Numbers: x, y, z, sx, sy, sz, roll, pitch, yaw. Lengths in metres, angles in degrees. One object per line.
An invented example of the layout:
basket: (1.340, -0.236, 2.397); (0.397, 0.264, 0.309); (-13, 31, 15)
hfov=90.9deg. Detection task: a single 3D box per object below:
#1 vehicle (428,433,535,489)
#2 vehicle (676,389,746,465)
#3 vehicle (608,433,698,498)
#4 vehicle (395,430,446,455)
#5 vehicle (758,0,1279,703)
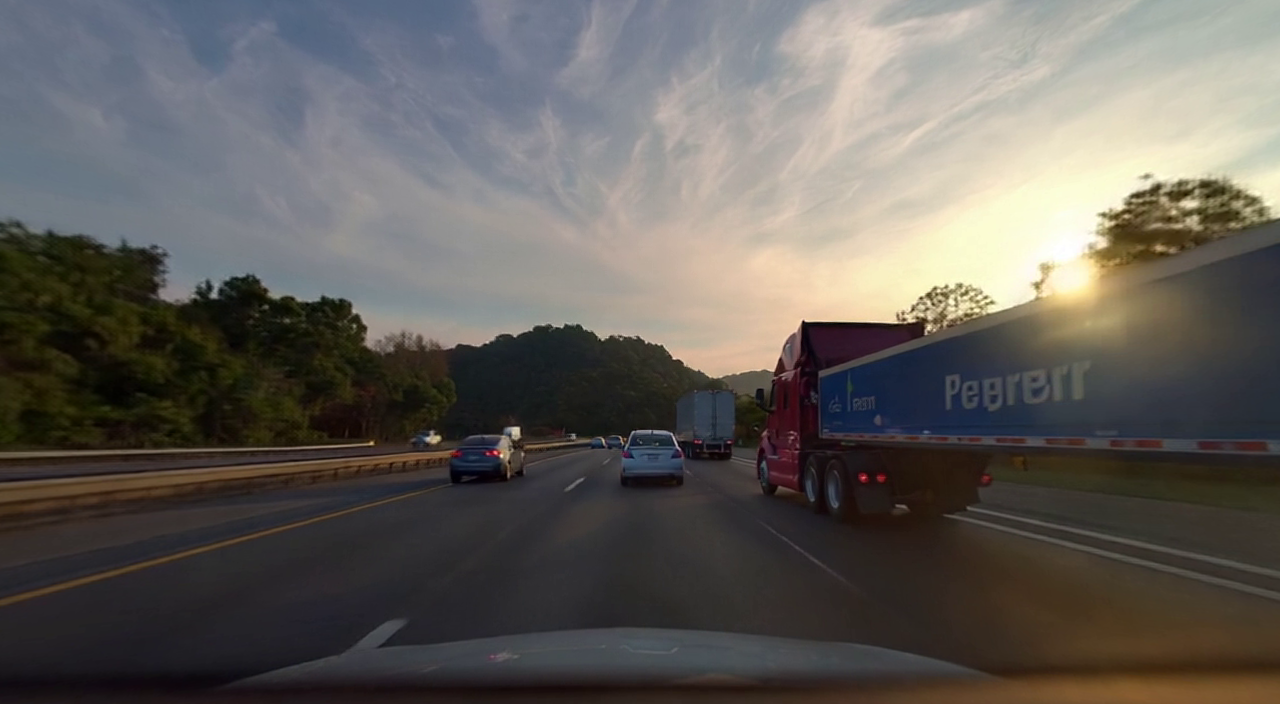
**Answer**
vehicle: (-4.548, 3.186, 18.890); (2.048, 1.452, 4.430); (0, -8, 0)
vehicle: (4.194, 4.928, 40.782); (2.869, 4.067, 13.731); (0, -8, 0)
vehicle: (0.281, 2.802, 16.038); (2.021, 1.435, 3.611); (0, -8, 0)
vehicle: (-17.070, 7.085, 49.262); (2.037, 1.840, 4.691); (0, -8, 3)
vehicle: (4.239, 0.252, 7.060); (2.816, 4.070, 14.136); (0, -8, -1)
